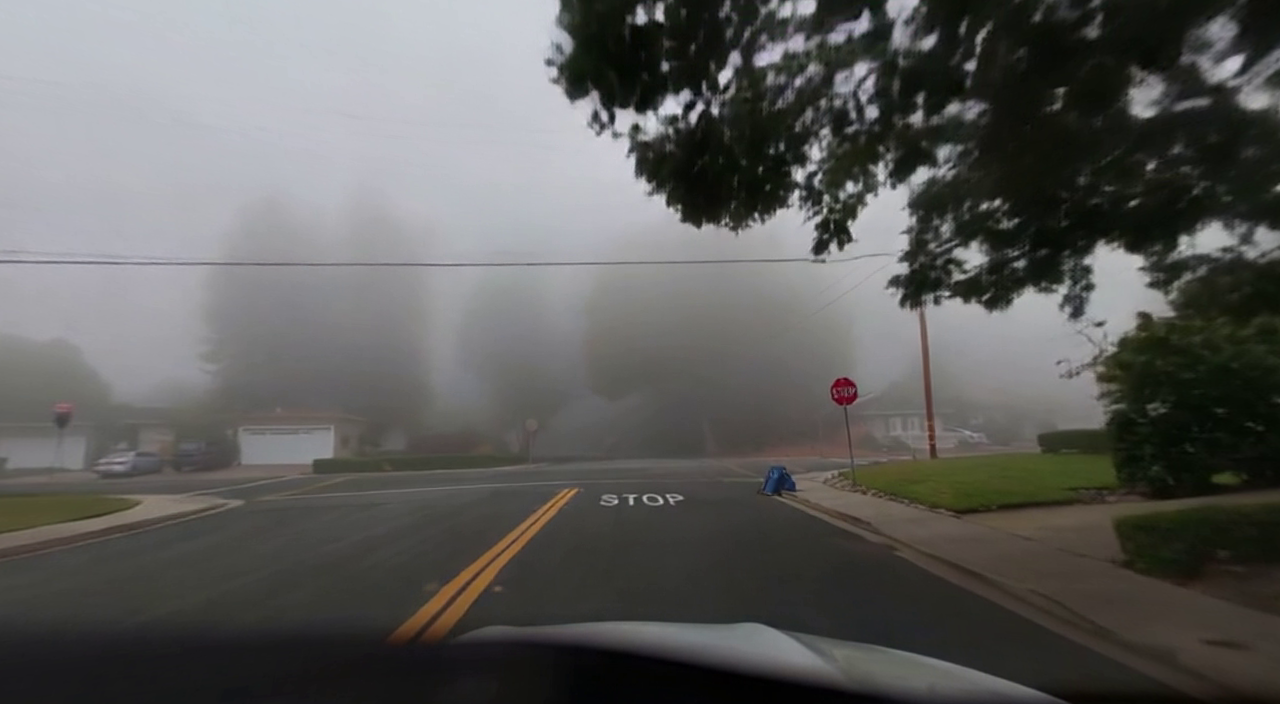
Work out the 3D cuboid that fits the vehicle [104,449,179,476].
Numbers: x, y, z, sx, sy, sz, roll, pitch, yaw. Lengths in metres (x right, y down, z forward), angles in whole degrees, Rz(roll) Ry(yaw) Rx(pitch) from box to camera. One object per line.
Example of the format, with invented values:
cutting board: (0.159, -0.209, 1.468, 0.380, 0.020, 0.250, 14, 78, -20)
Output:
vehicle: (-27.388, 6.057, 34.856, 1.864, 1.337, 3.943, 3, -9, -17)
